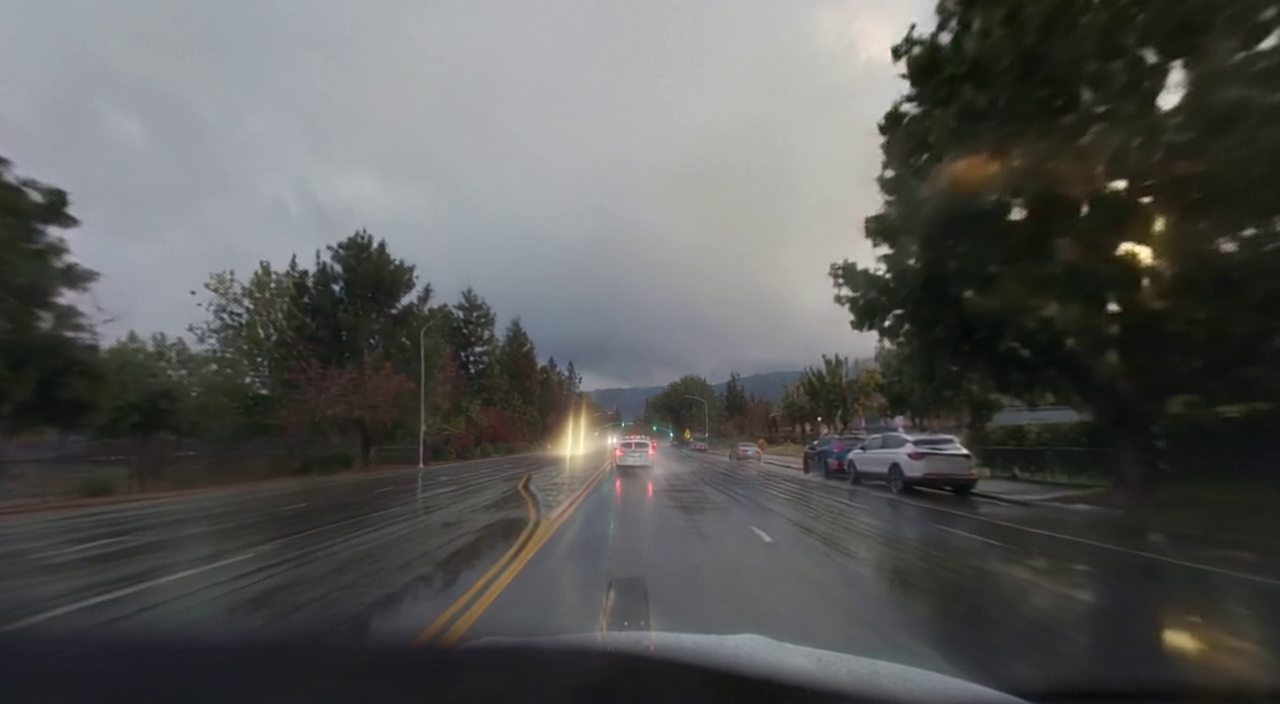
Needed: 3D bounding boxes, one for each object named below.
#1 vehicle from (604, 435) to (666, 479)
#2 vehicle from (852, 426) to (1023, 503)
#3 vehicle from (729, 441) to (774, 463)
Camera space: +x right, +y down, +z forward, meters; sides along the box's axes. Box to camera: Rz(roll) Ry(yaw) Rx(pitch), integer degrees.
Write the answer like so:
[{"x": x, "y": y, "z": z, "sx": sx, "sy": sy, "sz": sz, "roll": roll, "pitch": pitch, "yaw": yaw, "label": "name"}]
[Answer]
[{"x": -0.205, "y": 3.890, "z": 23.563, "sx": 2.099, "sy": 1.470, "sz": 4.302, "roll": 0, "pitch": -8, "yaw": -1, "label": "vehicle"}, {"x": 7.972, "y": 3.051, "z": 17.624, "sx": 2.185, "sy": 1.818, "sz": 5.038, "roll": 1, "pitch": -8, "yaw": -2, "label": "vehicle"}, {"x": 7.816, "y": 7.058, "z": 44.711, "sx": 2.131, "sy": 1.474, "sz": 4.752, "roll": 0, "pitch": -8, "yaw": -2, "label": "vehicle"}]
